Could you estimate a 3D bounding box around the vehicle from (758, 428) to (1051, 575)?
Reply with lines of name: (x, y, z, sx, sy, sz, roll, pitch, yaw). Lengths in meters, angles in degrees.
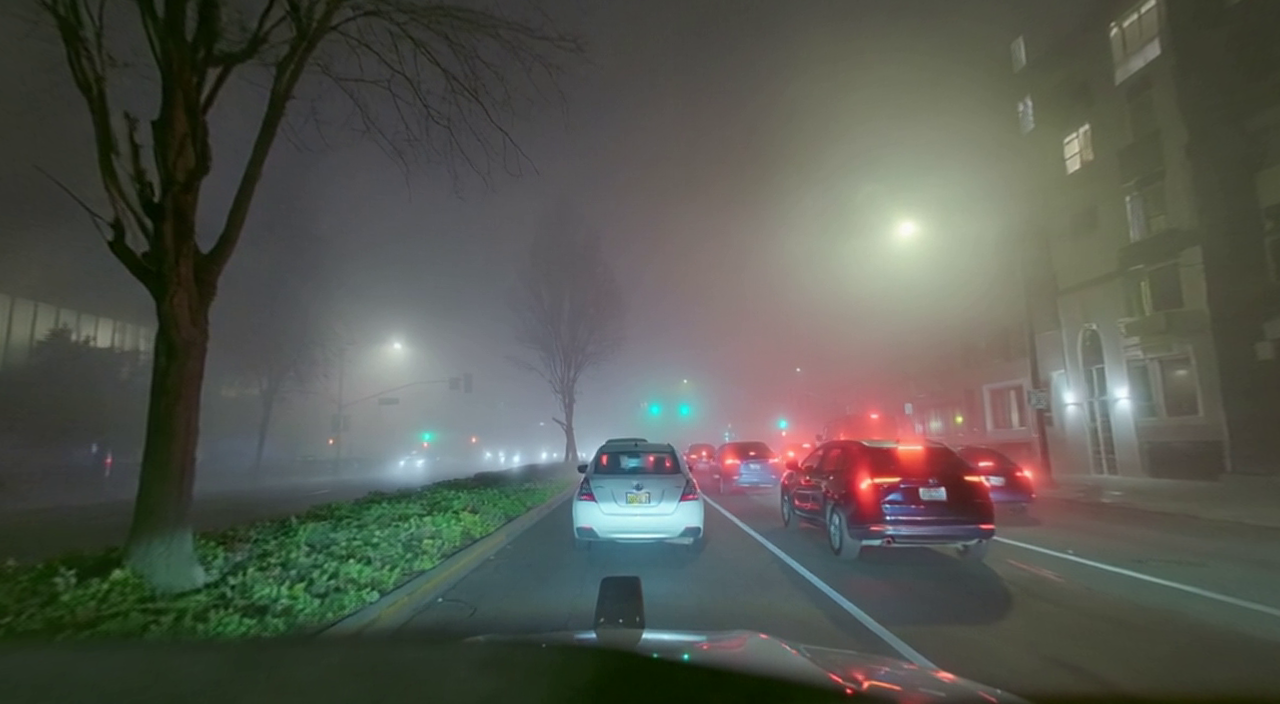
vehicle: (3.131, 1.859, 8.770, 1.995, 1.483, 4.533, 0, -8, -2)

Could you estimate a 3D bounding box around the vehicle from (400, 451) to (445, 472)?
vehicle: (-16.693, 8.389, 48.724, 1.864, 1.489, 4.346, 0, -8, 0)

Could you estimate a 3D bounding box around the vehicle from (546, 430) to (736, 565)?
vehicle: (-0.037, 1.924, 9.132, 2.105, 1.474, 4.127, 0, -8, -1)
